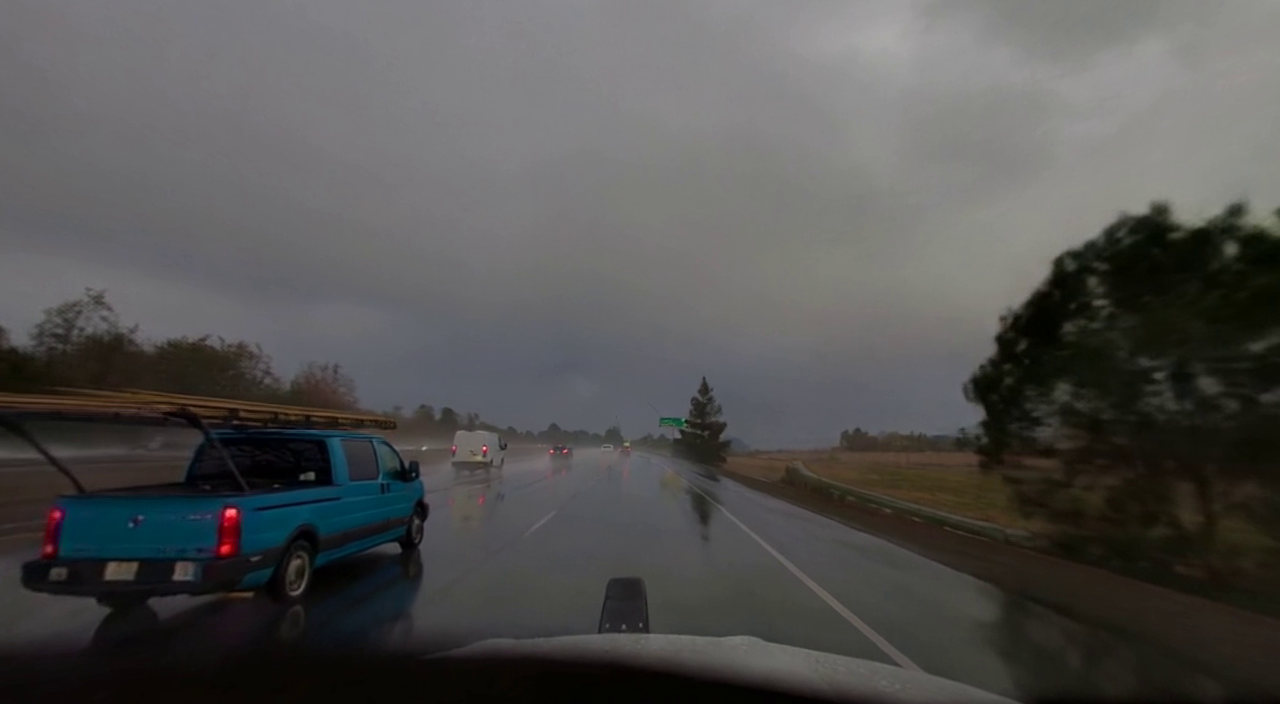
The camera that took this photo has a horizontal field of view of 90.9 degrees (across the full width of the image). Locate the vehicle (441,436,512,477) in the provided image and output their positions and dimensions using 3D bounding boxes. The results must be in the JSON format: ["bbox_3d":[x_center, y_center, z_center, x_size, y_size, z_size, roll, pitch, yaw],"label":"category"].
[{"bbox_3d":[-7.561,4.888,29.704,2.093,1.752,4.771,0,-9,0],"label":"vehicle"}]

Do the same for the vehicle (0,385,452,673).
[{"bbox_3d":[-3.624,1.401,6.194,2.040,1.679,4.865,0,-9,0],"label":"vehicle"}]
